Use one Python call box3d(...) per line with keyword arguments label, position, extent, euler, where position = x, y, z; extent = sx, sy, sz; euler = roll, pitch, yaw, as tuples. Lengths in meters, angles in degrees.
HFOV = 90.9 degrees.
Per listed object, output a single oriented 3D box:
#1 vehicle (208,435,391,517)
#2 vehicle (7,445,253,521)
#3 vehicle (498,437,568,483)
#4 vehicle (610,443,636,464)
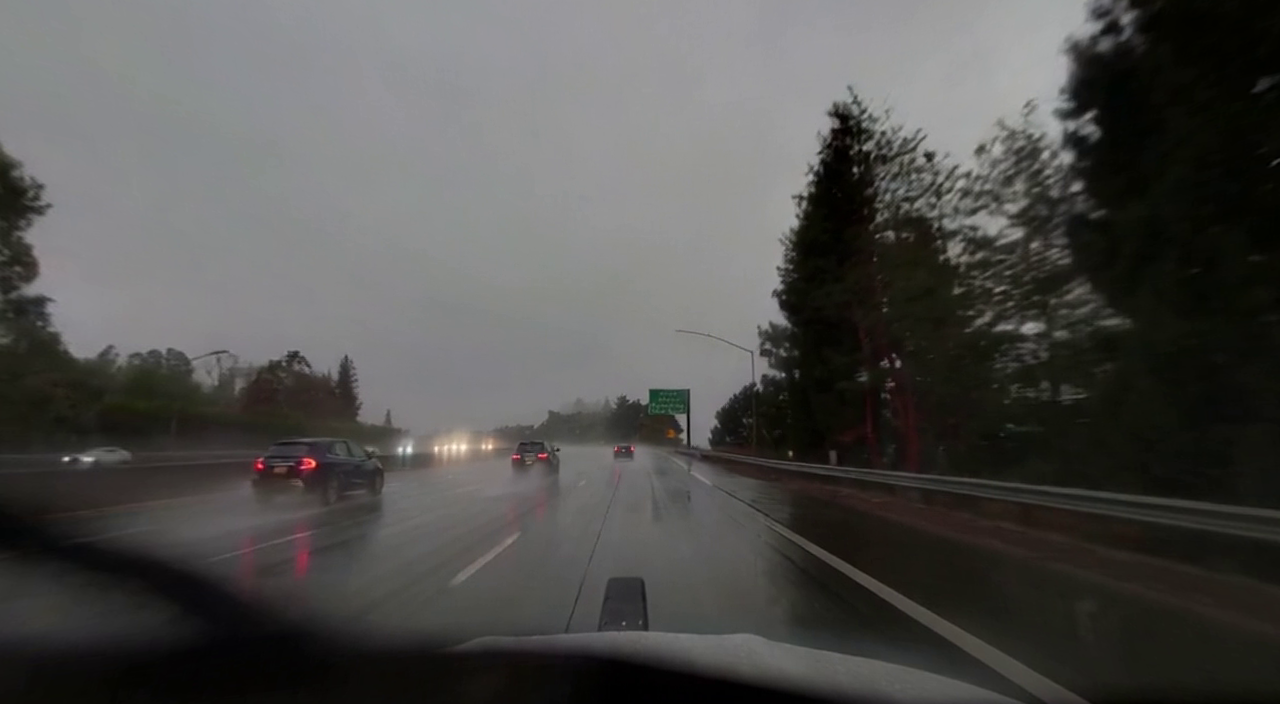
box3d(label="vehicle", position=(-7.730, 2.812, 14.870), extent=(2.086, 1.628, 4.039), euler=(0, -8, -1))
box3d(label="vehicle", position=(-11.816, 3.015, 15.194), extent=(2.028, 1.499, 4.702), euler=(0, -8, 0))
box3d(label="vehicle", position=(-4.082, 4.201, 24.799), extent=(1.991, 1.610, 4.606), euler=(0, -8, -1))
box3d(label="vehicle", position=(-1.285, 7.525, 46.876), extent=(1.881, 1.460, 3.694), euler=(0, -8, -2))
